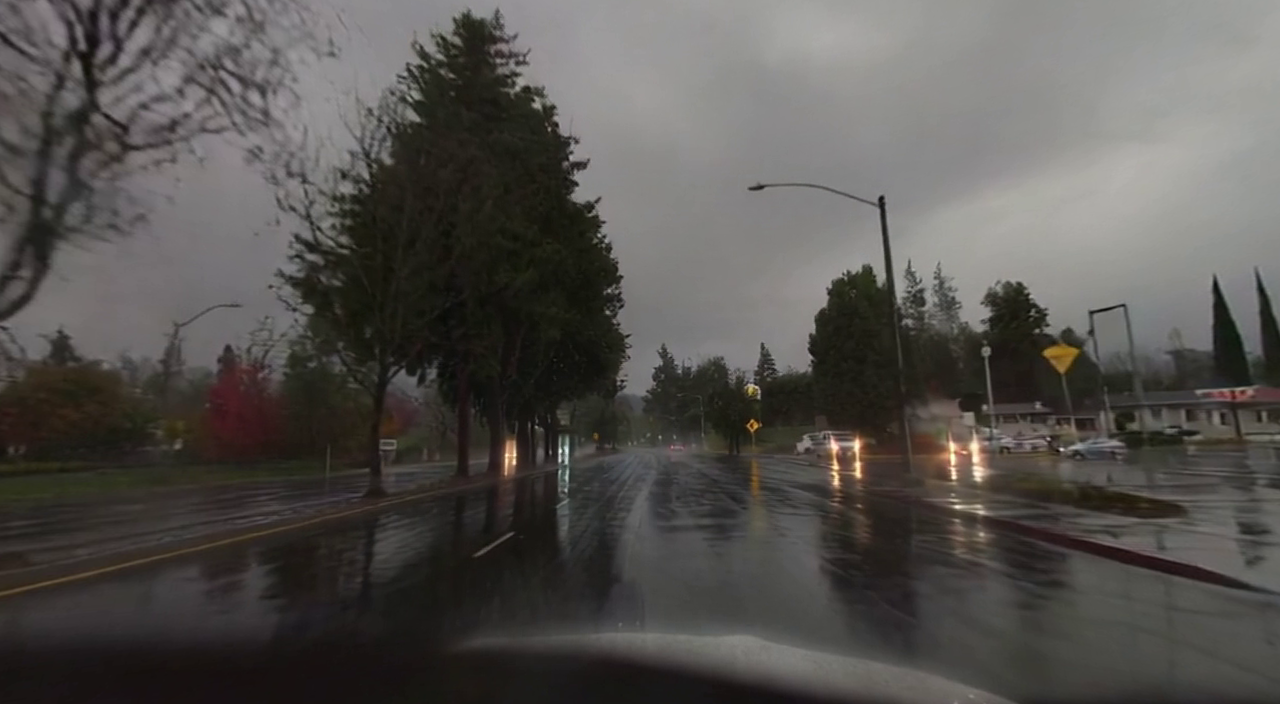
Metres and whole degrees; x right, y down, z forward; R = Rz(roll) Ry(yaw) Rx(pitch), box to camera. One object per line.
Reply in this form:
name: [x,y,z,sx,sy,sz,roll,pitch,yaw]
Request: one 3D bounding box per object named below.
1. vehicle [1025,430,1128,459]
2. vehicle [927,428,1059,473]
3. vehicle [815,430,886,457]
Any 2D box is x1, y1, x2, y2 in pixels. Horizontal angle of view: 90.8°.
vehicle: [30.406,6.504,44.264,5.556,1.821,2.068,-6,-11,27]
vehicle: [15.443,4.322,27.818,4.543,1.838,2.127,0,-9,-3]
vehicle: [15.563,6.788,46.605,5.397,1.879,2.132,7,-12,-36]
